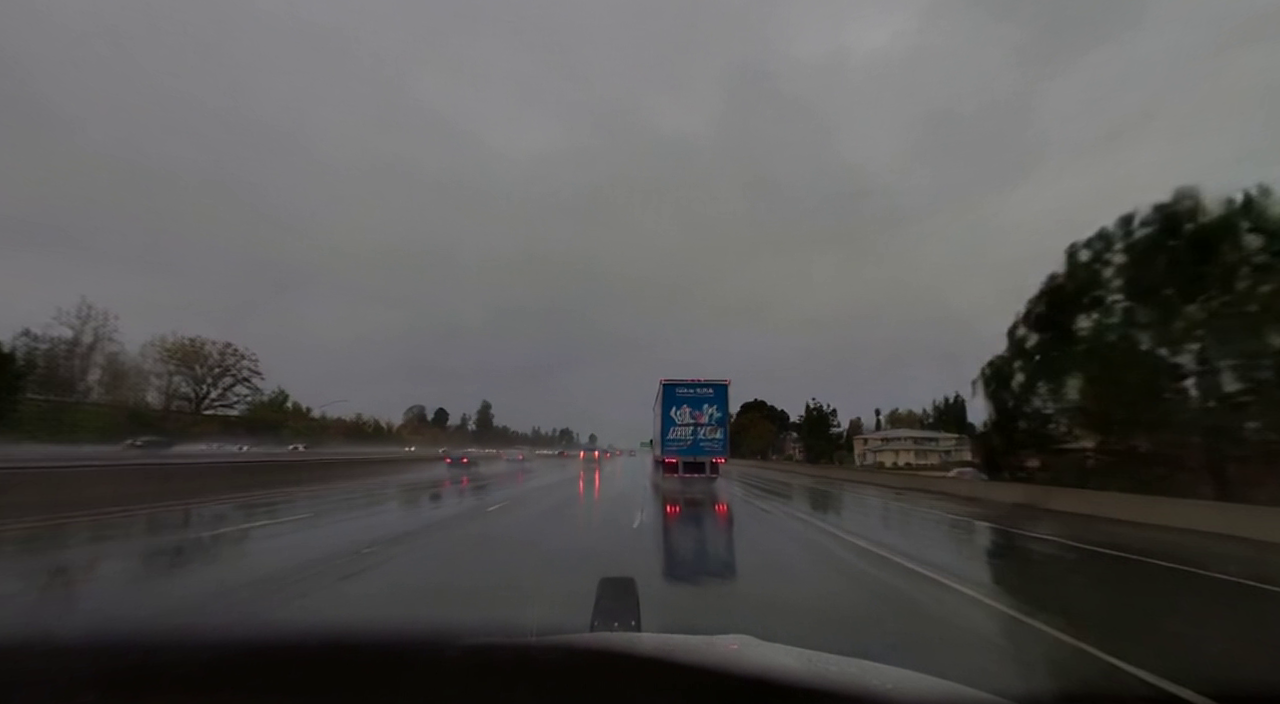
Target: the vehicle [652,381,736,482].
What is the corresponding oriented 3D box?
[{"bbox_3d":[2.334,4.432,33.638,3.140,4.100,15.551,0,-9,0],"label":"vehicle"}]
